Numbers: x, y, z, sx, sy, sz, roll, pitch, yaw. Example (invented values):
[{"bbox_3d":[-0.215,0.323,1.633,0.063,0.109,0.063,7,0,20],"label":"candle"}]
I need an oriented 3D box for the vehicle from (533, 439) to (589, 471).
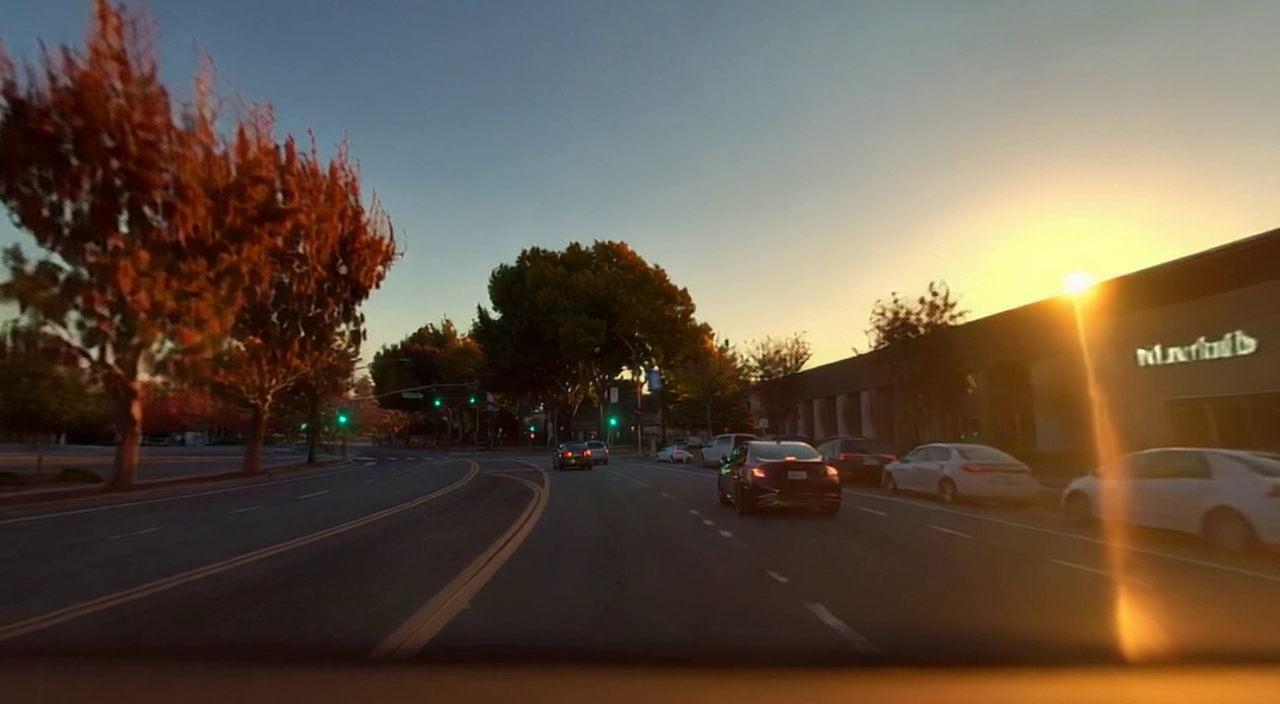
[{"bbox_3d":[-4.253,5.411,33.286,2.308,1.535,4.811,2,-9,-14],"label":"vehicle"}]

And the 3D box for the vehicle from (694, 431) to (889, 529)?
[{"bbox_3d":[2.521,2.280,11.893,2.280,1.472,4.426,1,-8,-4],"label":"vehicle"}]

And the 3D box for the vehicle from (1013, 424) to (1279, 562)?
[{"bbox_3d":[7.676,1.805,8.741,1.882,1.469,4.766,1,-8,-3],"label":"vehicle"}]

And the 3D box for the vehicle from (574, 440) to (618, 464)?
[{"bbox_3d":[-2.976,6.620,41.737,1.957,1.463,4.701,2,-9,-16],"label":"vehicle"}]

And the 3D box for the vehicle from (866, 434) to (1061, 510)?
[{"bbox_3d":[7.167,2.680,14.605,1.820,1.450,4.408,1,-9,-6],"label":"vehicle"}]

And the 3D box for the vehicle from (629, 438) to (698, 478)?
[{"bbox_3d":[0.866,4.365,26.202,1.984,1.476,4.488,1,-9,-10],"label":"vehicle"}]
